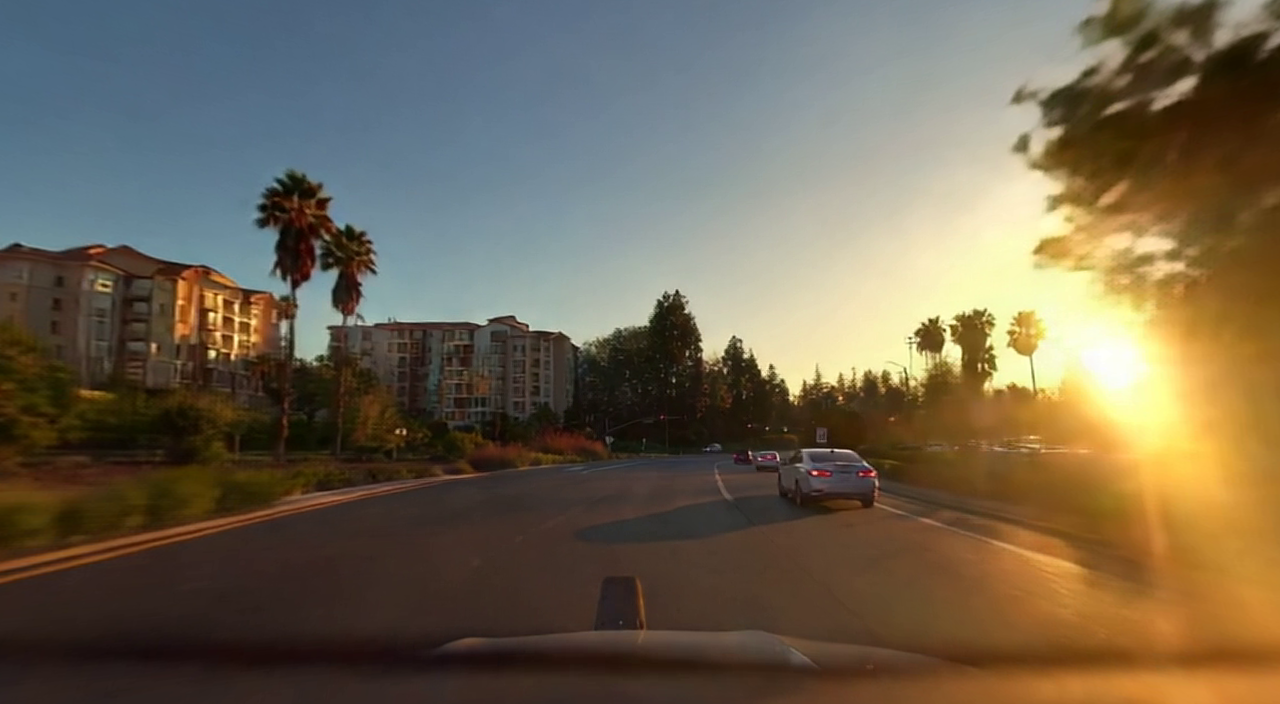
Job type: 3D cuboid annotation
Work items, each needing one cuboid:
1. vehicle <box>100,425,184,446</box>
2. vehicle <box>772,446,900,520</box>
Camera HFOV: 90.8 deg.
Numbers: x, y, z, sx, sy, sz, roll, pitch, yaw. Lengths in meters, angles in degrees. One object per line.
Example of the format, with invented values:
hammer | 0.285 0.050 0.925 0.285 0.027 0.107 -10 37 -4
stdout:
vehicle | -38.167 6.396 48.479 1.793 1.450 4.673 -9 -11 38
vehicle | 4.435 2.993 14.957 1.993 1.483 3.821 0 -9 3
